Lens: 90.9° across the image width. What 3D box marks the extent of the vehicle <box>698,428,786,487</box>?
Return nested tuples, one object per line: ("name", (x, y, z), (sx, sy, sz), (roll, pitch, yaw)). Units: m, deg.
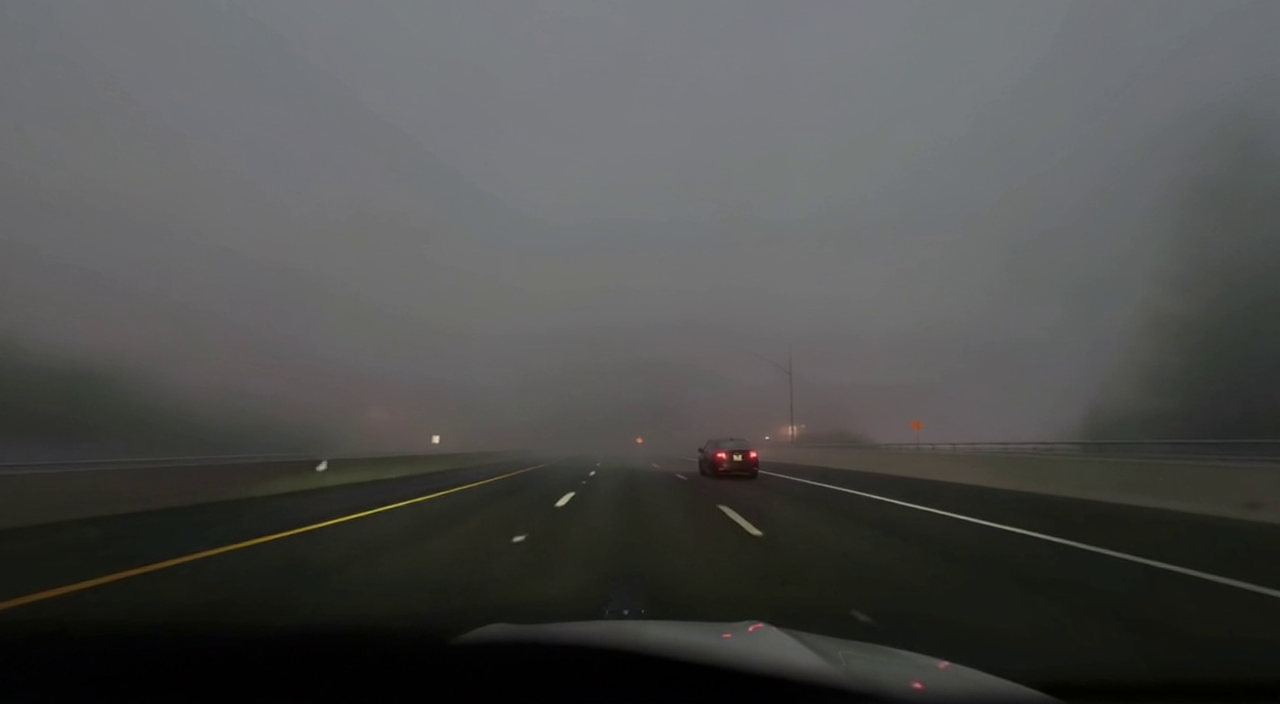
("vehicle", (3.183, 3.401, 20.602), (2.059, 1.715, 4.192), (0, -8, -2))
